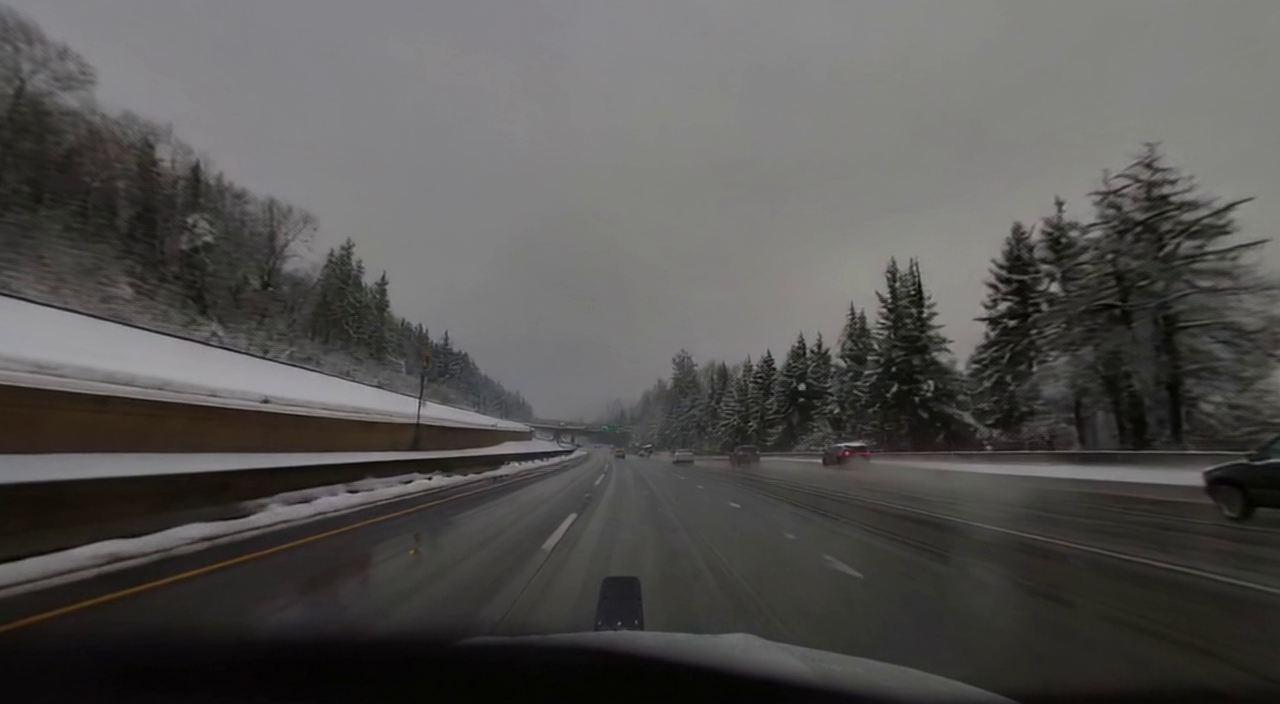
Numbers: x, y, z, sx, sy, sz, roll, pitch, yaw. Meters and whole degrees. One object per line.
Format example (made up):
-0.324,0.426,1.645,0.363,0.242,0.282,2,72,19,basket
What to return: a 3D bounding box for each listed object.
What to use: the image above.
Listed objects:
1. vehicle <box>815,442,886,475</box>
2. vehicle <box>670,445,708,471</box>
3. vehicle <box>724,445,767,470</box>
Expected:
10.558,5.377,31.968,1.987,1.546,4.271,0,-8,-2,vehicle
3.044,6.658,39.812,1.934,1.491,3.982,0,-8,-3,vehicle
6.904,6.939,41.602,1.904,1.488,4.299,0,-8,-3,vehicle
